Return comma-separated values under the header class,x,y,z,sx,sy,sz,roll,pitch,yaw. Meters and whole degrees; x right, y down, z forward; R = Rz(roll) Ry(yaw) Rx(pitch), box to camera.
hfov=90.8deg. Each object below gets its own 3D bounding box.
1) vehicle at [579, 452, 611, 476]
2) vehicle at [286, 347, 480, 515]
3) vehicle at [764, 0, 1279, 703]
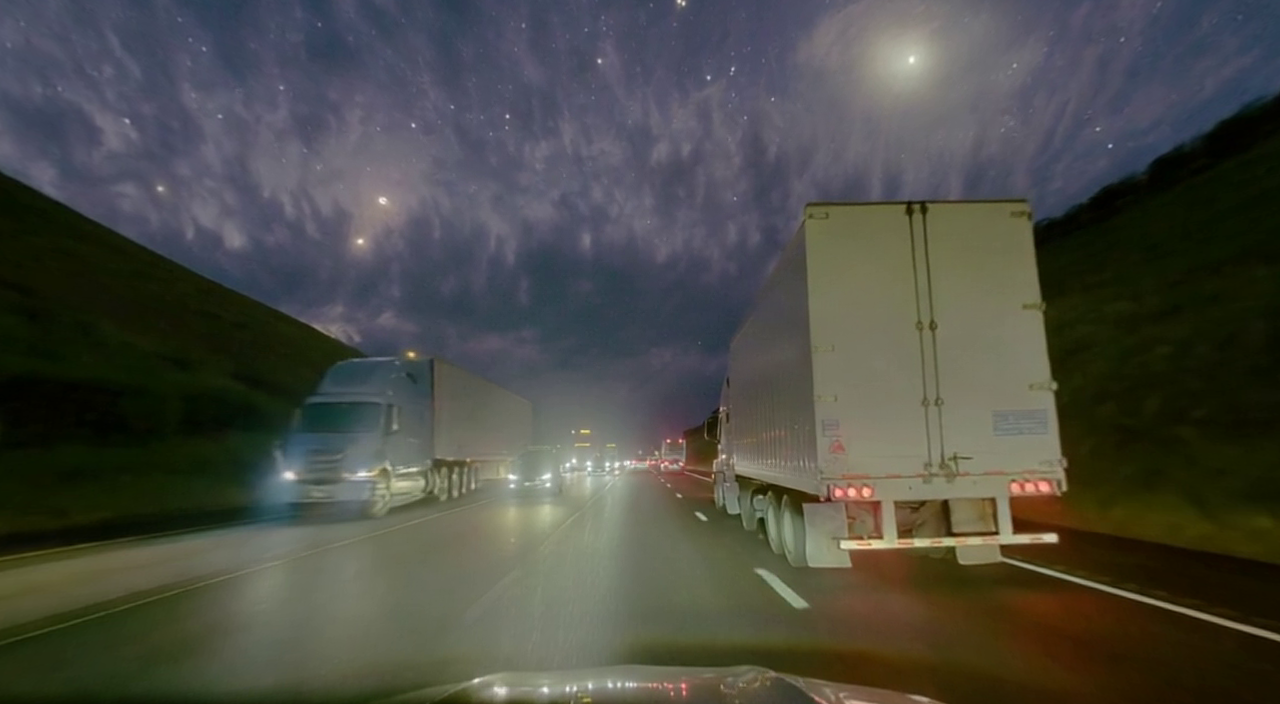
class,x,y,z,sx,sy,sz,roll,pitch,yaw
vehicle,-3.353,8.400,47.388,2.008,1.671,4.126,0,-9,1
vehicle,-6.815,2.301,17.953,2.910,3.989,5.837,0,-9,0
vehicle,3.248,-0.238,2.311,2.845,4.071,14.008,0,-9,0
